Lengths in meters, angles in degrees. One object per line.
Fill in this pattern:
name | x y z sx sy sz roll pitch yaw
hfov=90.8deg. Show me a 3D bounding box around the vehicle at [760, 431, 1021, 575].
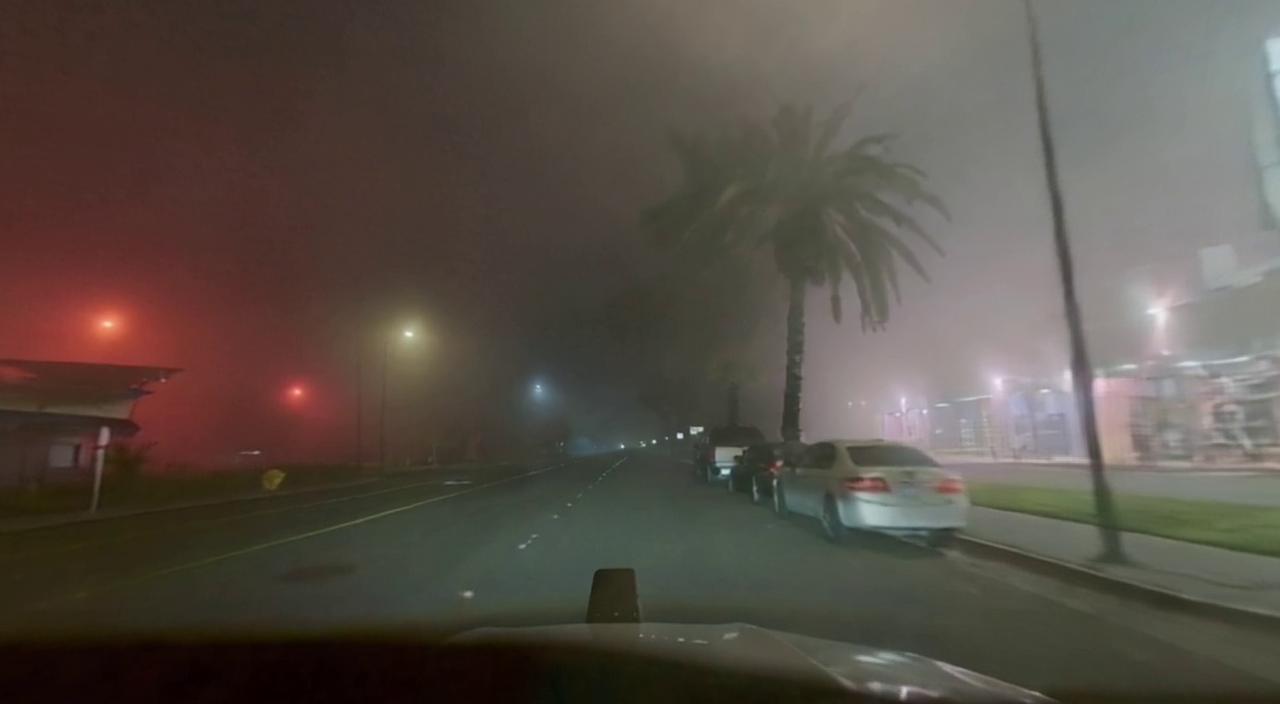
vehicle | 3.245 2.052 9.411 2.046 1.588 4.508 0 -9 0
